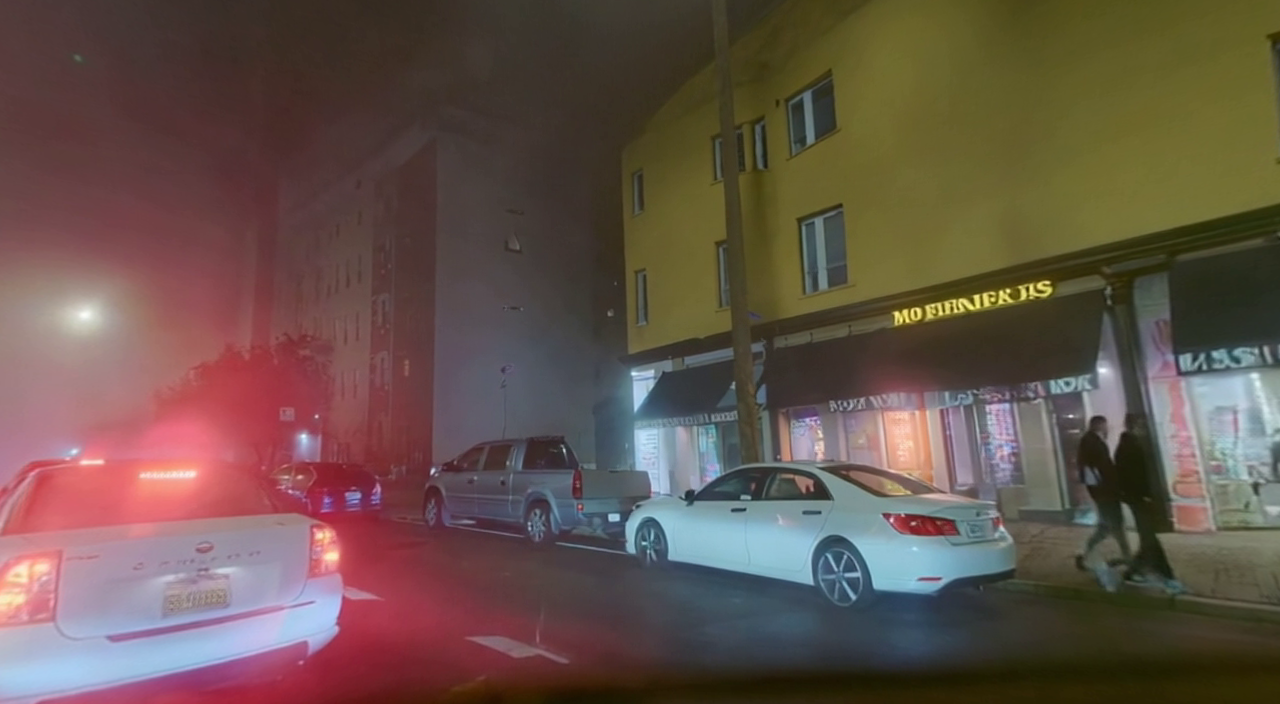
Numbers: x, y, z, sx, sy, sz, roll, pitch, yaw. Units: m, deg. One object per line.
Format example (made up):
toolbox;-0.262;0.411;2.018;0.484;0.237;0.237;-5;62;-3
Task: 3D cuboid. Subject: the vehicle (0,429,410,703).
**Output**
vehicle;-3.535;1.309;4.263;4.330;1.458;1.932;-8;-12;43

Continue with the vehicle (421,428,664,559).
vehicle;-1.904;2.359;11.320;4.580;1.853;1.862;-8;-12;43

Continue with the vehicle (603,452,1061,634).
vehicle;1.907;1.926;7.513;4.830;1.421;1.826;-8;-11;42
